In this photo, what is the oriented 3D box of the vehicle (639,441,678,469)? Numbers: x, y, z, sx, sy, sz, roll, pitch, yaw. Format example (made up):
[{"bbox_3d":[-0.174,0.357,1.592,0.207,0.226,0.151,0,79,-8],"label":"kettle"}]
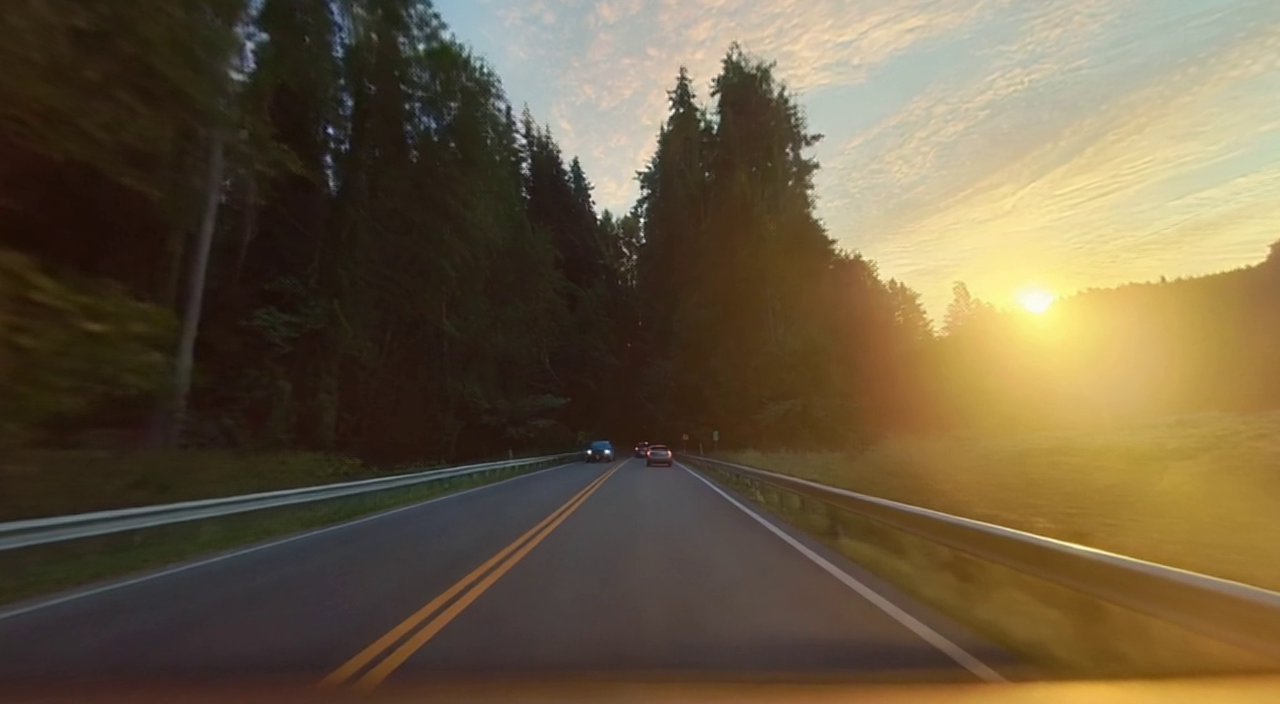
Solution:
[{"bbox_3d":[0.998,5.938,36.581,2.120,1.491,4.349,0,-8,0],"label":"vehicle"}]
